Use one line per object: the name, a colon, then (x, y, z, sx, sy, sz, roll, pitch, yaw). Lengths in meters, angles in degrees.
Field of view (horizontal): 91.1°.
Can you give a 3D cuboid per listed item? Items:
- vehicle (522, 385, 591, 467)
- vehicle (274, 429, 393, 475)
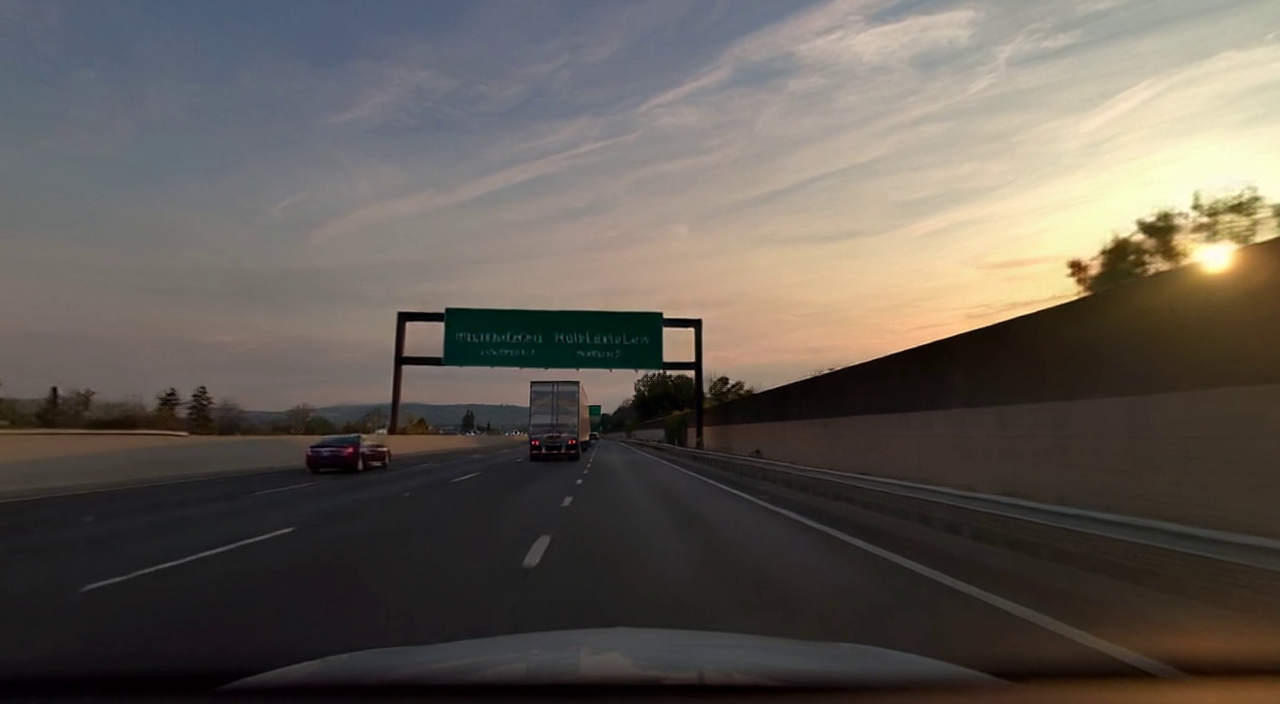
vehicle: (-4.623, 4.548, 37.321, 3.002, 3.987, 12.477, 1, -8, -3)
vehicle: (-11.189, 3.675, 23.422, 2.138, 1.531, 4.864, 0, -8, -2)
